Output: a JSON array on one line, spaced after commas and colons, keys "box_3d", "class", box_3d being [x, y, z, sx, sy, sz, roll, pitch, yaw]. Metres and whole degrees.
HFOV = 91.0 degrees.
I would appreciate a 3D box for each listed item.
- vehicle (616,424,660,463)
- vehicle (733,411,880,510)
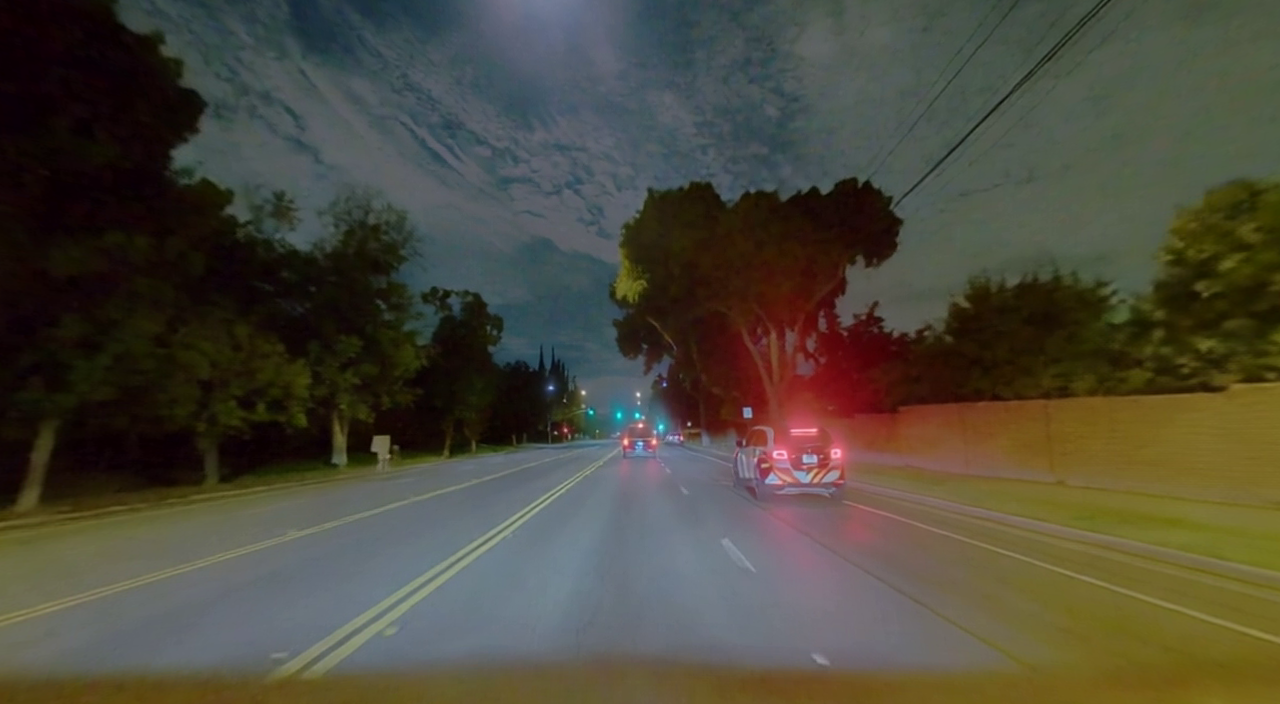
[{"box_3d": [-0.113, 4.402, 30.313, 1.984, 1.777, 3.148, 0, -8, -1], "class": "vehicle"}, {"box_3d": [3.211, 2.197, 13.108, 1.840, 1.709, 4.202, 0, -8, -1], "class": "vehicle"}]
